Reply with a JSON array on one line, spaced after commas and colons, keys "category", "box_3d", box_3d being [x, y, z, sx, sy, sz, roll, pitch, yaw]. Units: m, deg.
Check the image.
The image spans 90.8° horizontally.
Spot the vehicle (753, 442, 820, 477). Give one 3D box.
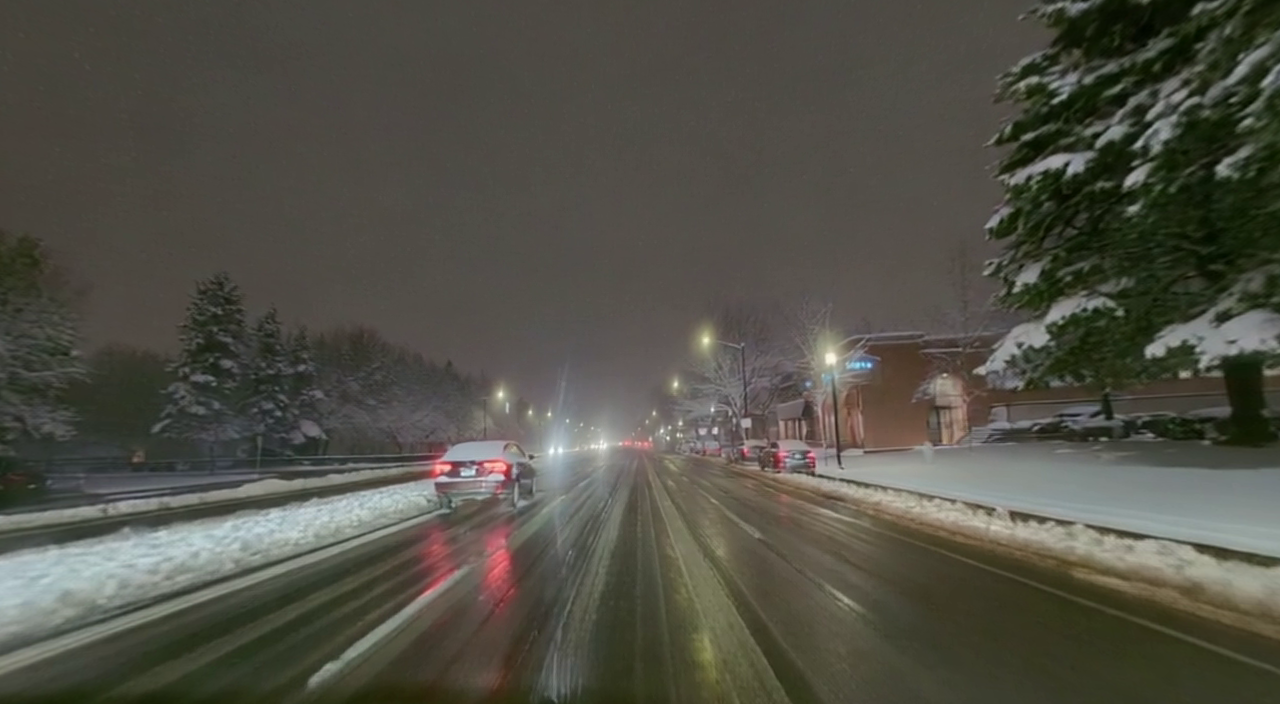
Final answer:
[{"category": "vehicle", "box_3d": [6.649, 4.911, 29.199, 1.896, 1.479, 4.416, 0, -9, -2]}]

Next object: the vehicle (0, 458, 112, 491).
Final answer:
[{"category": "vehicle", "box_3d": [-29.360, 6.051, 31.329, 4.604, 1.498, 1.899, 0, -9, 1]}]

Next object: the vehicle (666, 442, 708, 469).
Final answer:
[{"category": "vehicle", "box_3d": [2.665, 5.968, 36.585, 1.961, 1.482, 4.538, 0, -9, -2]}]

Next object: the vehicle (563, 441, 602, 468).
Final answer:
[{"category": "vehicle", "box_3d": [-3.816, 6.916, 42.652, 2.145, 1.694, 4.642, 0, -8, 1]}]

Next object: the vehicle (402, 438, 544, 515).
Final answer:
[{"category": "vehicle", "box_3d": [-3.605, 2.771, 14.613, 2.060, 1.466, 4.387, 0, -9, 0]}]

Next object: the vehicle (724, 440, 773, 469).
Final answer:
[{"category": "vehicle", "box_3d": [6.439, 6.162, 38.101, 1.983, 1.618, 4.108, 0, -9, -4]}]
